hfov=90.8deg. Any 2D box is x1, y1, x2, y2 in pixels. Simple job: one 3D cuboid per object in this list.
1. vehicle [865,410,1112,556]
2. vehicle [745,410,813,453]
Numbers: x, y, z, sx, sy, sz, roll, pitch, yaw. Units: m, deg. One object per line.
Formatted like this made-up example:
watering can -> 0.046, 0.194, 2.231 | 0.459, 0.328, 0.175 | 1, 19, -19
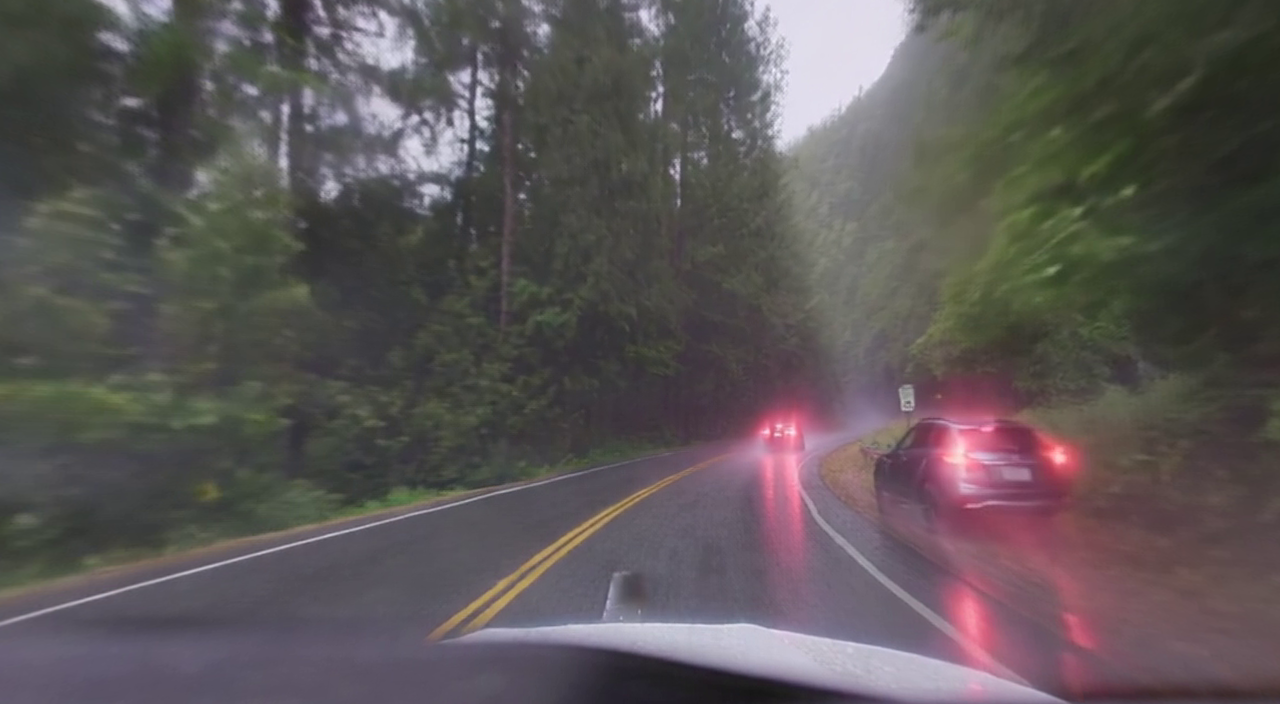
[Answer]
vehicle -> 5.163, 1.954, 10.262 | 2.172, 1.773, 4.601 | -1, -8, 12
vehicle -> 7.104, 4.037, 31.772 | 2.469, 1.953, 5.605 | -3, -9, 21
